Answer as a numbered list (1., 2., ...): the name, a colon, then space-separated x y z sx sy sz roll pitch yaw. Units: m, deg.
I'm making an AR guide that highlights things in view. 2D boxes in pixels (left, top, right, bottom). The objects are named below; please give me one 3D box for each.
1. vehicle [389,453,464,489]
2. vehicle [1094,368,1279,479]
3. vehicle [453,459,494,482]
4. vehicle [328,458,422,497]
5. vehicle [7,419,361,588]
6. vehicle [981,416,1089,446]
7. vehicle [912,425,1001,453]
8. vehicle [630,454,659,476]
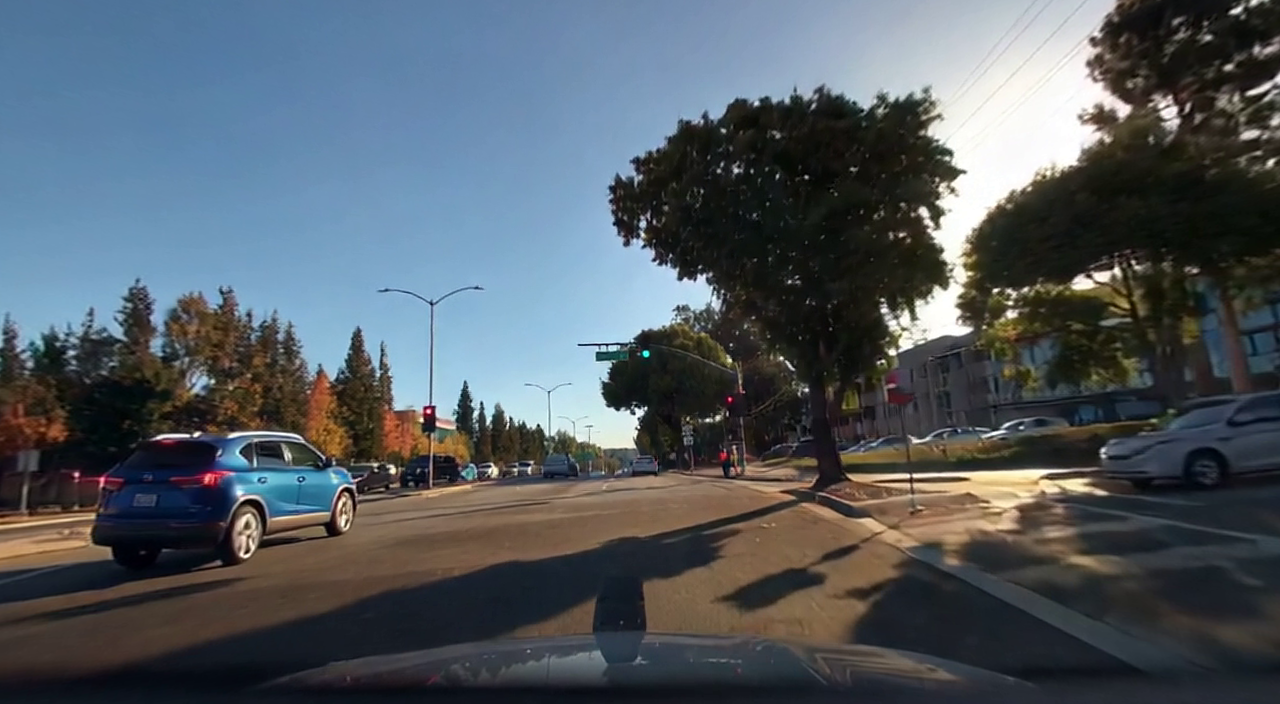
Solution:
1. vehicle: -12.129 6.757 36.252 2.167 1.799 5.682 0 -8 1
2. vehicle: 12.129 1.312 11.911 5.357 1.845 2.151 -2 -8 -1
3. vehicle: -11.975 8.533 45.539 1.871 1.539 3.929 0 -8 0
4. vehicle: -11.479 5.491 27.666 2.149 1.527 4.691 0 -11 -1
5. vehicle: -6.176 2.041 9.398 2.027 1.908 4.273 0 -8 0
6. vehicle: 20.991 4.272 33.662 1.876 1.465 4.500 4 -9 -26
7. vehicle: 18.976 5.206 37.999 1.947 1.477 4.661 5 -8 -21
8. vehicle: 0.330 8.388 47.115 2.091 1.494 3.962 0 -8 0
